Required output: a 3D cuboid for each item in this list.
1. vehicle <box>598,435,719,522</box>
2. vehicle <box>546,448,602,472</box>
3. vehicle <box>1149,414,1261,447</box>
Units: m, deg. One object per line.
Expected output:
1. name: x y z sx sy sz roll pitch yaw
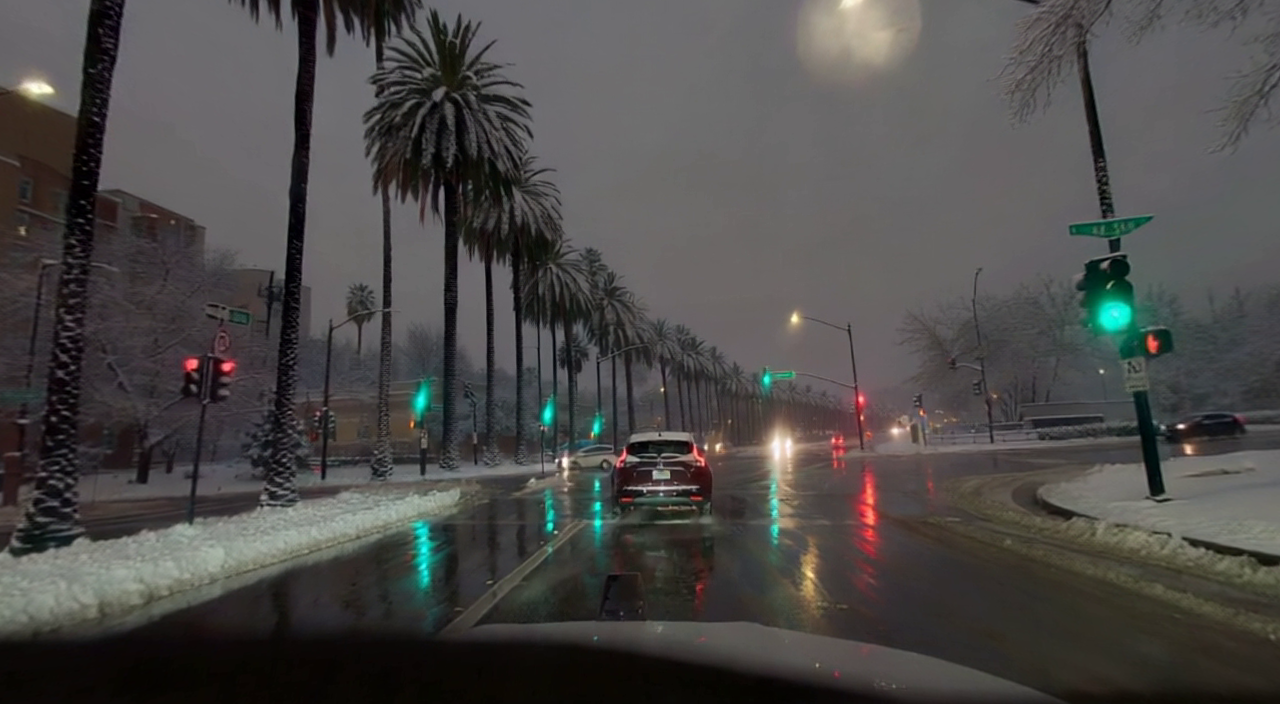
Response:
1. vehicle: 0.487 2.504 13.064 2.096 1.492 4.071 -1 -9 5
2. vehicle: -4.151 6.871 40.420 2.012 1.467 4.592 -3 -9 15
3. vehicle: 32.949 4.614 36.879 5.049 1.861 2.081 2 -9 -11
